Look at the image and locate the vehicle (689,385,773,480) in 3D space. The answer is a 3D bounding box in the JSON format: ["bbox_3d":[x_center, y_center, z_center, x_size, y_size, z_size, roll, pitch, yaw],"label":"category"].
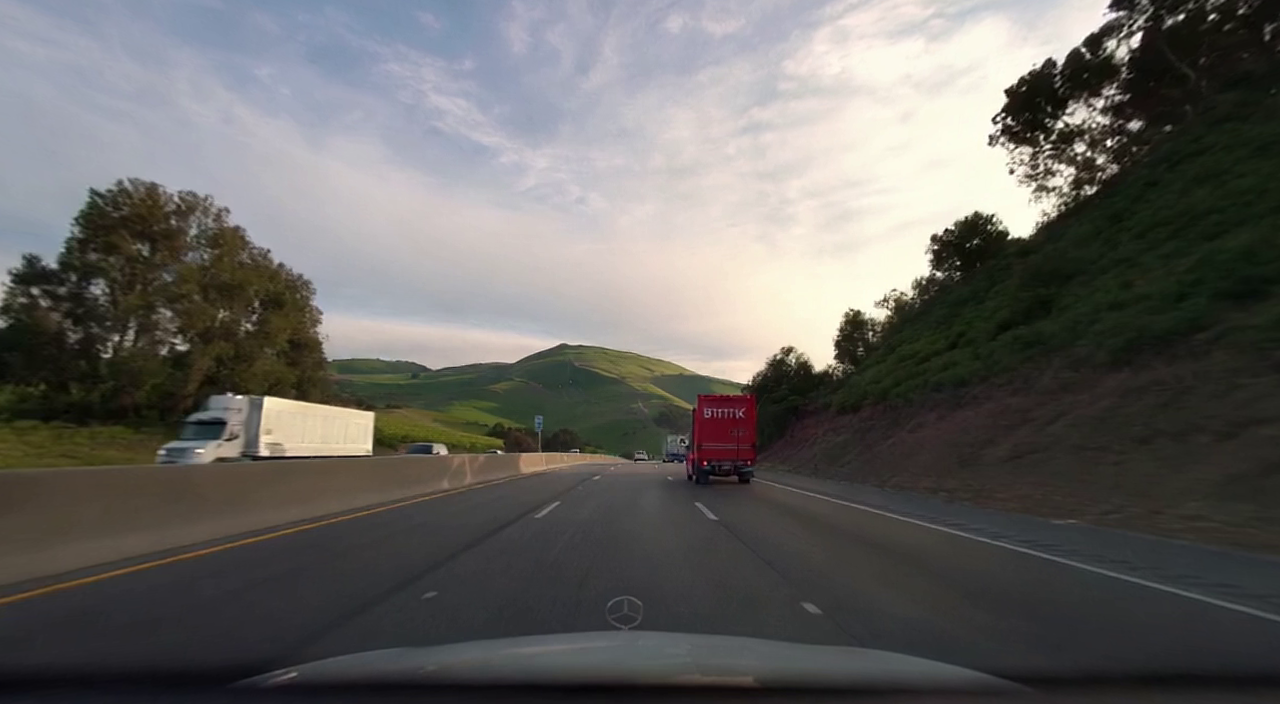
[{"bbox_3d":[4.088,3.912,30.006,2.999,4.023,6.337,0,-9,0],"label":"vehicle"}]

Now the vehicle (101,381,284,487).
[{"bbox_3d":[-18.574,3.559,26.843,3.023,3.963,6.173,0,-9,0],"label":"vehicle"}]
